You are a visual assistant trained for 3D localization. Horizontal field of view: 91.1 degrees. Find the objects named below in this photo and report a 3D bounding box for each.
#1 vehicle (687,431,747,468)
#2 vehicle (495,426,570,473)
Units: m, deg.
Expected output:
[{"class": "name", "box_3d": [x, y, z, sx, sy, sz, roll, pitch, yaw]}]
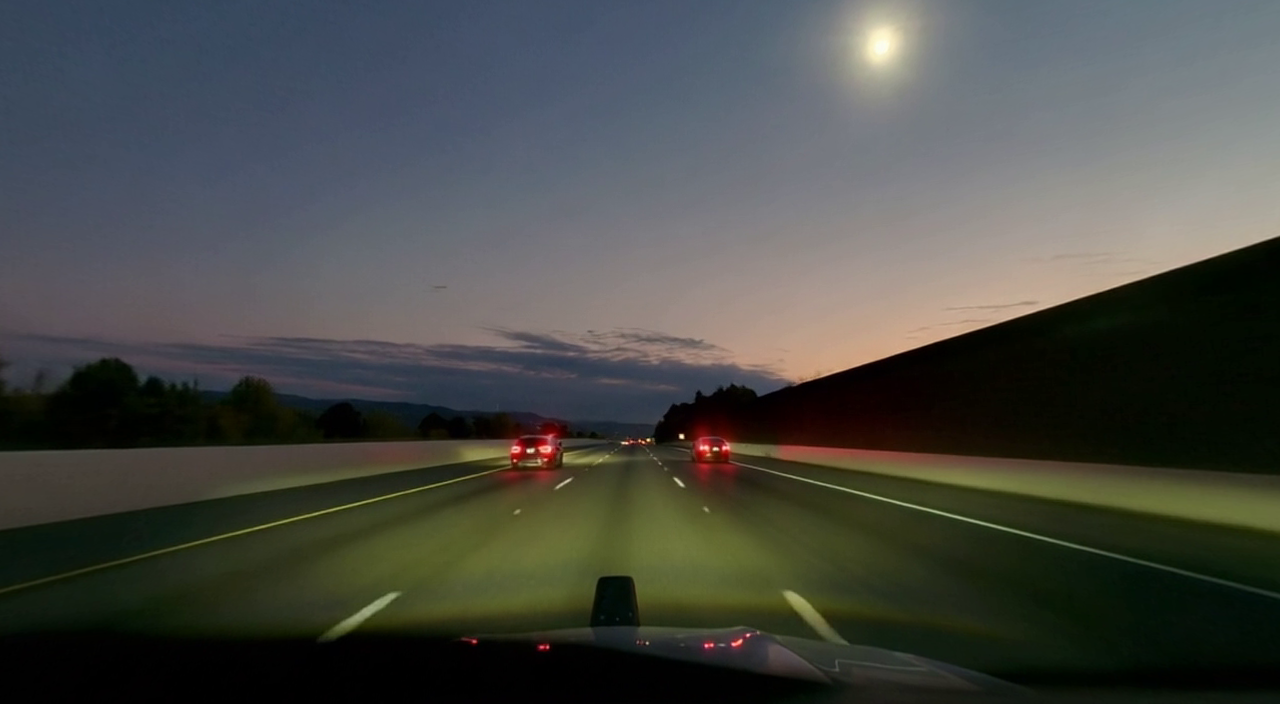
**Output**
[{"class": "vehicle", "box_3d": [3.385, 4.398, 28.638, 2.077, 1.523, 4.539, 0, -8, -1]}, {"class": "vehicle", "box_3d": [-4.057, 3.765, 24.502, 2.219, 1.660, 4.153, 0, -8, 0]}]
